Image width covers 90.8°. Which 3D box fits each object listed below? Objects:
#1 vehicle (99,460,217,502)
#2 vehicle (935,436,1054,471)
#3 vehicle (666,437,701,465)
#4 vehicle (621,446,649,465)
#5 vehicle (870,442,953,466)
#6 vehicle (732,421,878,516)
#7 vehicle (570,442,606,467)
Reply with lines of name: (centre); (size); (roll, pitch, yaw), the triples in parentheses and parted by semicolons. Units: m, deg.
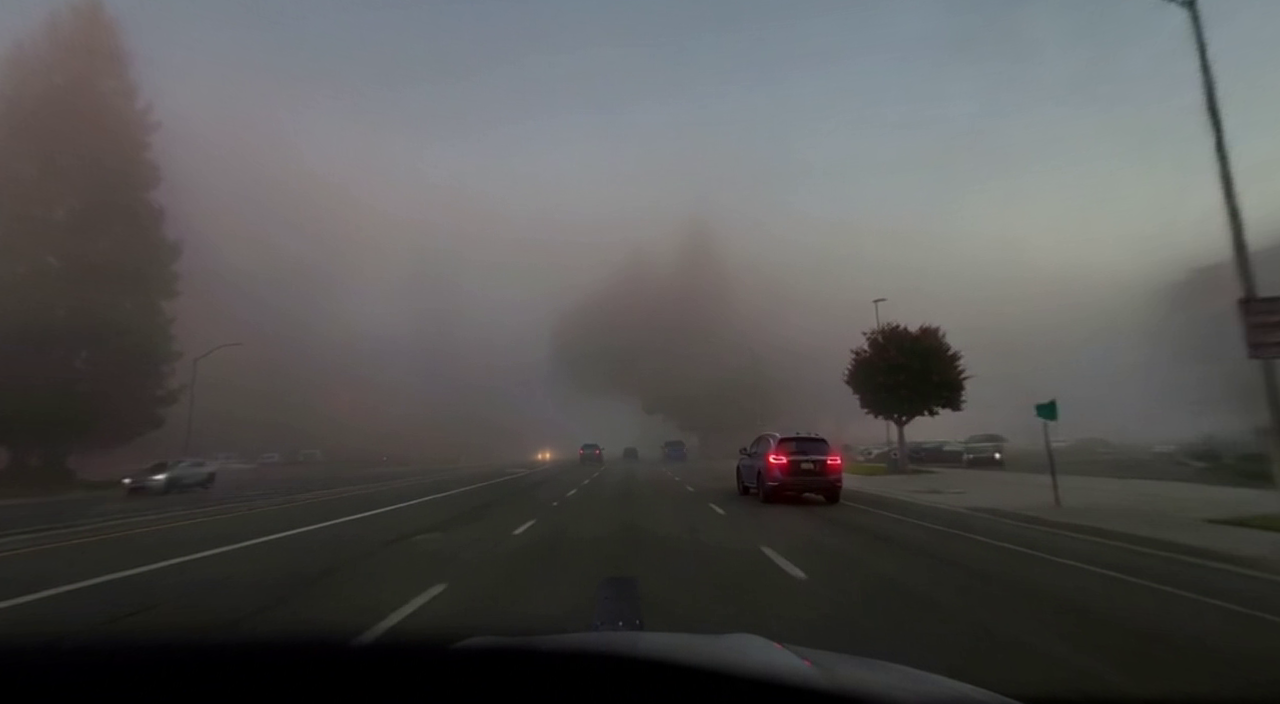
vehicle: (-20.569, 5.493, 27.204); (1.823, 1.561, 3.987); (0, -9, 1)
vehicle: (18.024, 5.166, 32.213); (4.970, 1.700, 2.108); (2, -9, -11)
vehicle: (3.324, 7.689, 49.110); (2.197, 2.034, 4.667); (1, -9, -2)
vehicle: (-0.395, 8.102, 49.559); (2.074, 1.463, 4.016); (0, -9, -1)
vehicle: (16.795, 6.307, 39.174); (4.203, 1.424, 2.077); (2, -9, -11)
vehicle: (3.520, 2.595, 14.475); (2.060, 1.816, 4.343); (0, -9, -2)
vehicle: (-3.925, 7.825, 48.535); (2.220, 1.793, 4.885); (0, -9, 1)
